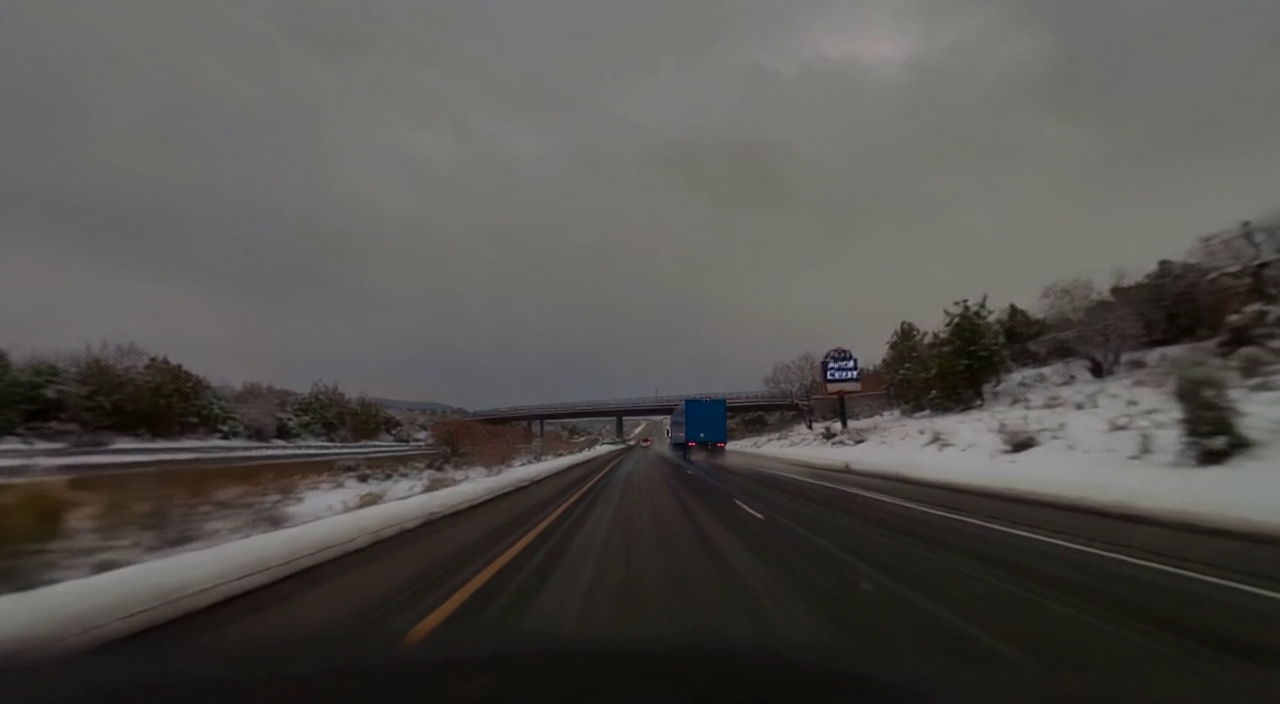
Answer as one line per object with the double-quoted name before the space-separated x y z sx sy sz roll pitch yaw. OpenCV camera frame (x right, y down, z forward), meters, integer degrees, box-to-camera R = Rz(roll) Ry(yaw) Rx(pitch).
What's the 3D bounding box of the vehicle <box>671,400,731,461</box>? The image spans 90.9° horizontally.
"vehicle" 4.068 5.630 44.707 3.024 3.834 10.128 0 -8 -1
